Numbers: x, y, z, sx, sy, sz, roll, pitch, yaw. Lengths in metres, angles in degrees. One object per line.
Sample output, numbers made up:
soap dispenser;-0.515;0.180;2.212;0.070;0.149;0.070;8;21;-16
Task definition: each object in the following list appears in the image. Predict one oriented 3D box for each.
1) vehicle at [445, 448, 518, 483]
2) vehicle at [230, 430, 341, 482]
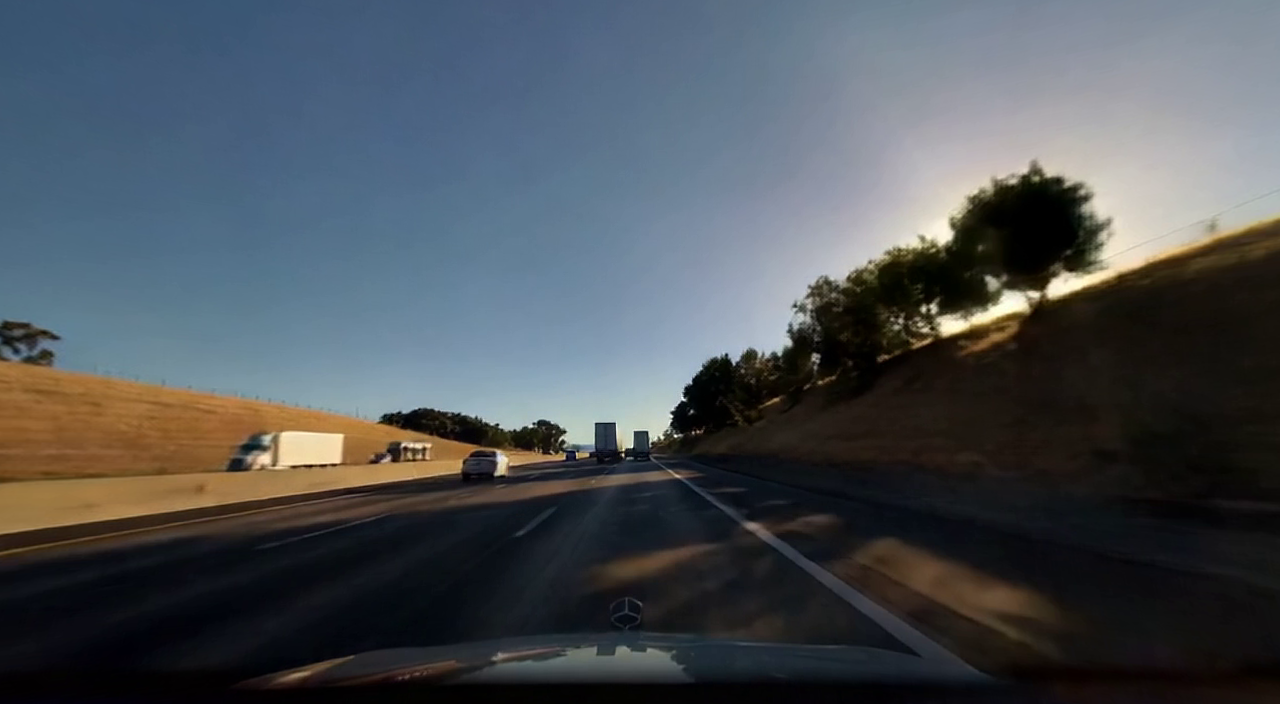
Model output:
vehicle;-7.139;5.176;29.055;2.036;1.474;5.011;0;-9;0
vehicle;-20.610;6.105;37.227;2.258;2.775;7.014;0;-9;1
